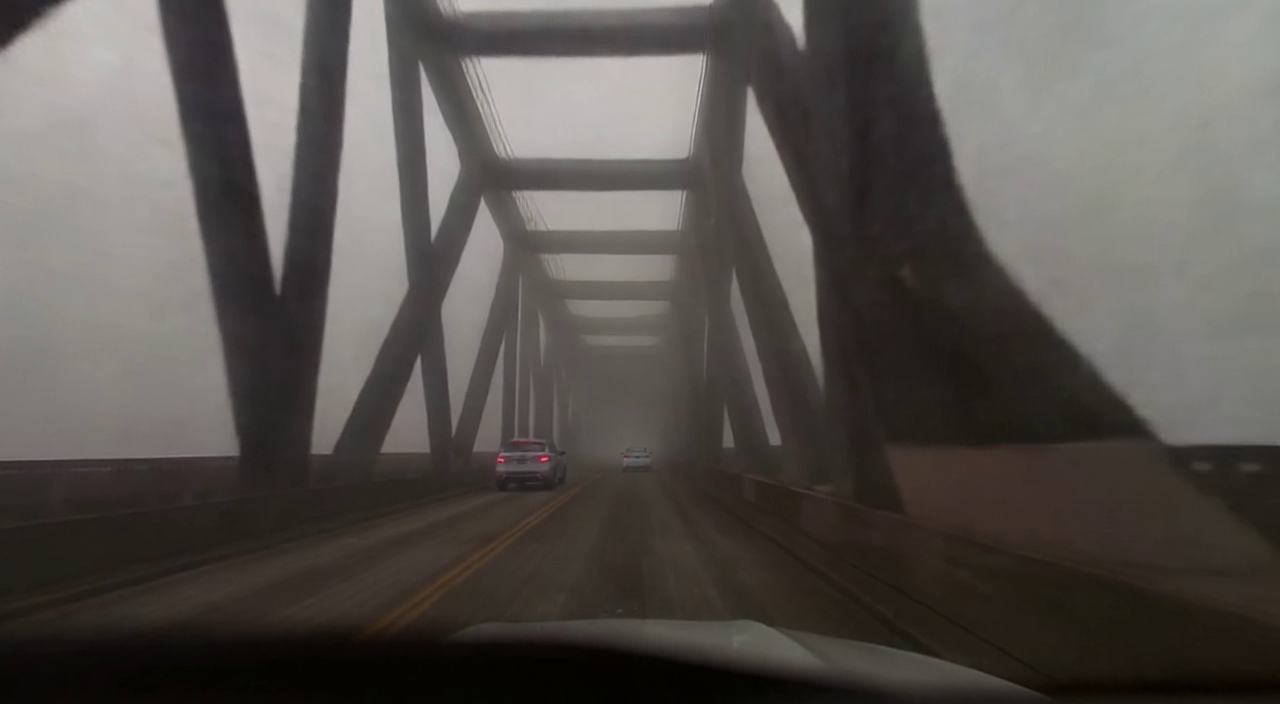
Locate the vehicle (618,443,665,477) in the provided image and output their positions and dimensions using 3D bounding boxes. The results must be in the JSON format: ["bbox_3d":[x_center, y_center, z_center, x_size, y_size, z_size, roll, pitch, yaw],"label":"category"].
[{"bbox_3d":[0.070,5.046,29.739,2.048,1.450,3.973,0,-9,0],"label":"vehicle"}]

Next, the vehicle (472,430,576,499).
[{"bbox_3d":[-3.339,3.358,19.222,2.190,1.807,4.741,-1,-9,1],"label":"vehicle"}]
